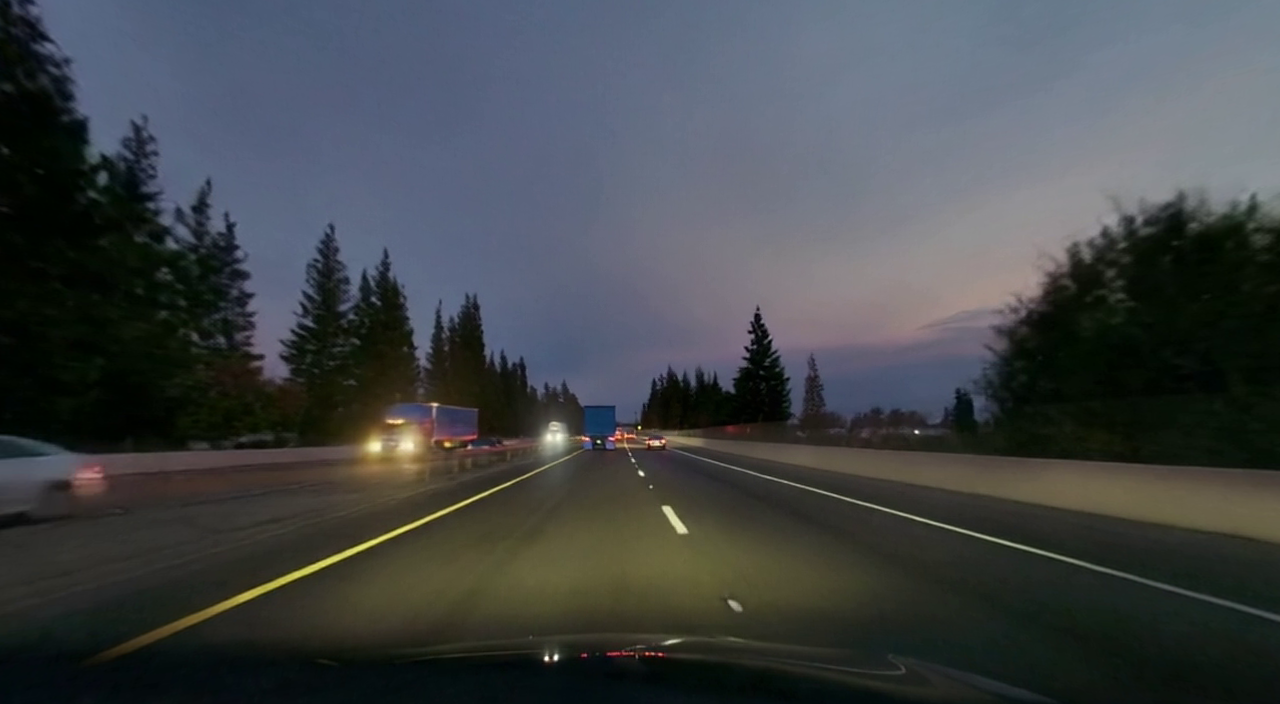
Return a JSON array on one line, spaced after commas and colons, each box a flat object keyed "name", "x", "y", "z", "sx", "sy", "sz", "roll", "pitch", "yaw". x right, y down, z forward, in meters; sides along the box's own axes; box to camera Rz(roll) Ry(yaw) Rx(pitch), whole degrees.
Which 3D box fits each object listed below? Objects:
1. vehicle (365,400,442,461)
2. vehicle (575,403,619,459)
[{"name": "vehicle", "x": -15.838, "y": 5.344, "z": 42.585, "sx": 2.952, "sy": 3.869, "sz": 5.852, "roll": 0, "pitch": -8, "yaw": -2}, {"name": "vehicle", "x": -2.548, "y": 4.905, "z": 38.900, "sx": 2.450, "sy": 3.098, "sz": 6.965, "roll": 0, "pitch": -8, "yaw": -2}]
